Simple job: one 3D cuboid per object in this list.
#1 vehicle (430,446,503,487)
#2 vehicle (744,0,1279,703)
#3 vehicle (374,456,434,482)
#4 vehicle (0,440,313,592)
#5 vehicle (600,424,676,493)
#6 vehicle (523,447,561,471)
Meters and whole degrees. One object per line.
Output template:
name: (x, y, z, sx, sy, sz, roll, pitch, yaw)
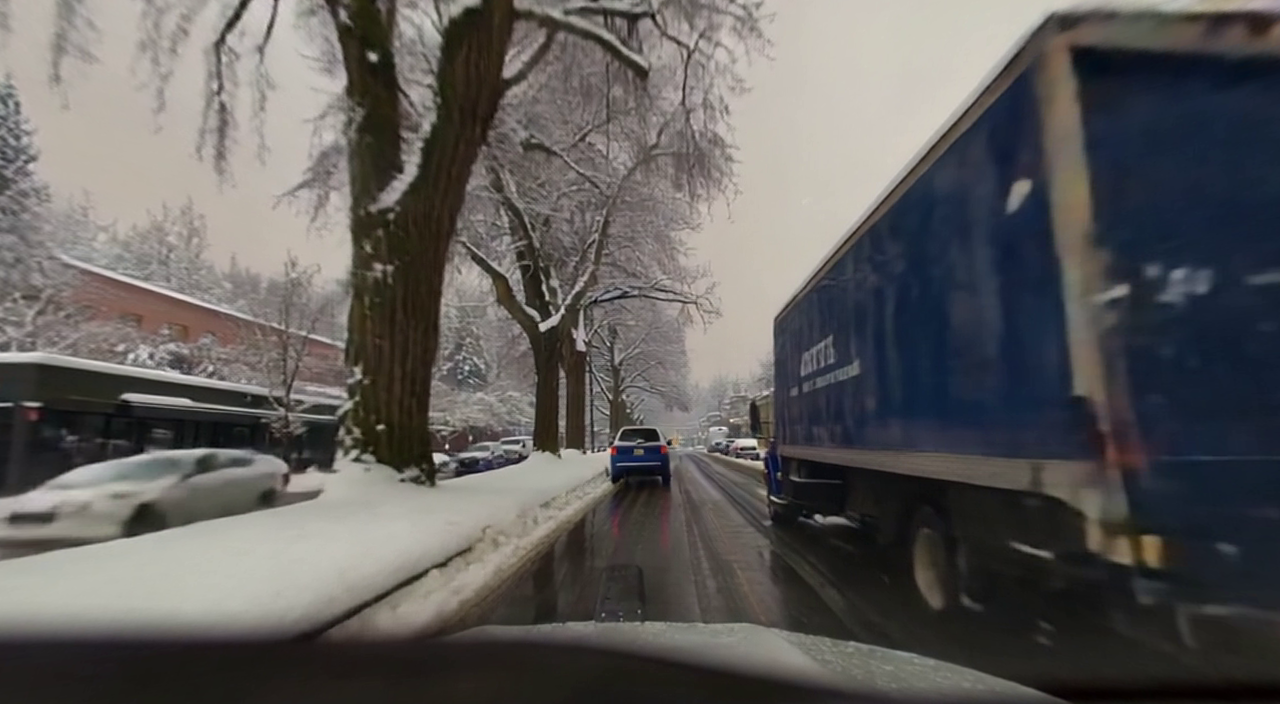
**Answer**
vehicle: (-7.605, 5.033, 28.152, 1.937, 1.641, 4.575, 0, -9, 0)
vehicle: (3.824, 0.685, 8.496, 3.007, 4.206, 12.913, 0, -9, 2)
vehicle: (-15.126, 7.516, 40.701, 1.962, 1.487, 4.652, 0, -9, 2)
vehicle: (-6.787, 2.038, 8.855, 2.056, 1.534, 4.645, 0, -9, -2)
vehicle: (0.053, 3.560, 21.350, 2.293, 2.036, 4.853, -1, -9, 3)
vehicle: (-7.321, 8.018, 47.677, 1.977, 1.669, 4.387, -1, -9, 2)
